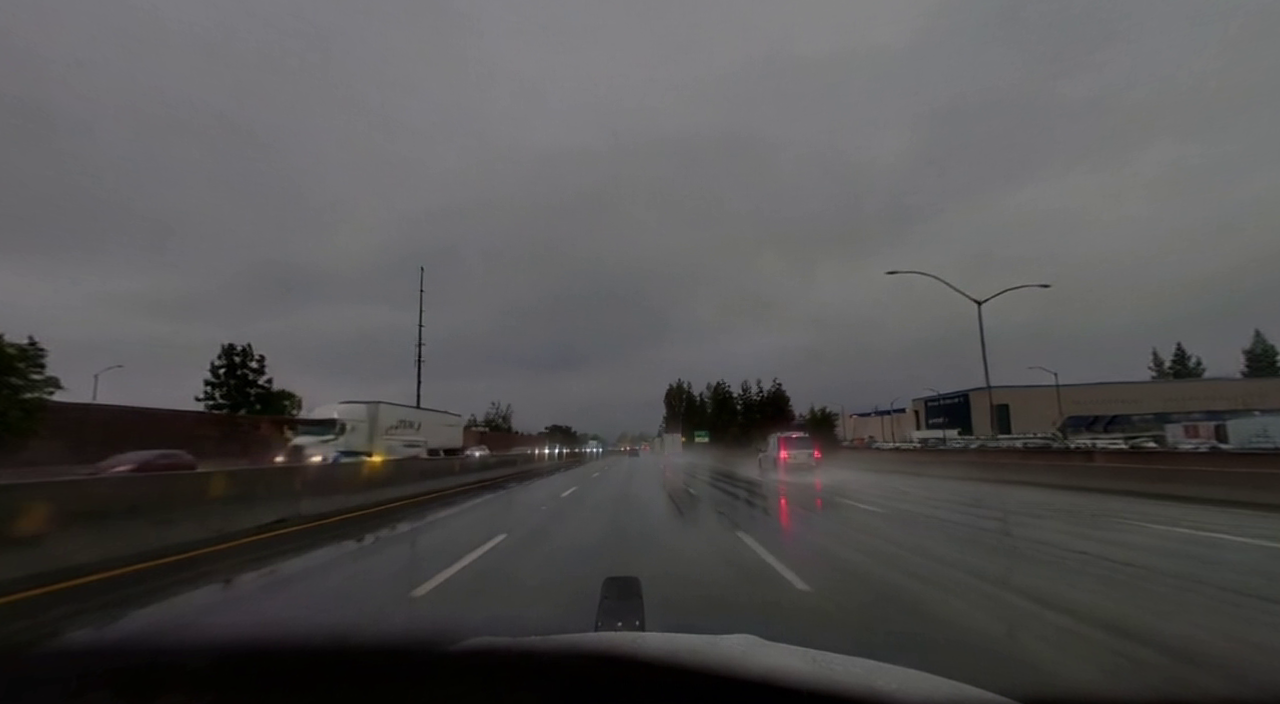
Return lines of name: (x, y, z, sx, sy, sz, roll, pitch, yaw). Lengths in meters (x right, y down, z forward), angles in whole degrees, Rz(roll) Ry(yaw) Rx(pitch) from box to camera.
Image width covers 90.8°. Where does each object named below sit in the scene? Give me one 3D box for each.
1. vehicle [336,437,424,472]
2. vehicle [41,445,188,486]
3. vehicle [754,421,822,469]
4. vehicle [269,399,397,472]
vehicle: (-13.592, 5.411, 33.498, 2.173, 1.709, 5.541, 0, -9, 1)
vehicle: (-20.826, 4.510, 25.354, 1.921, 1.473, 4.590, 0, -9, 0)
vehicle: (10.998, 7.094, 48.017, 2.912, 3.293, 9.588, 0, -9, 0)
vehicle: (-17.402, 4.904, 36.712, 3.000, 3.731, 8.444, 0, -9, 1)
